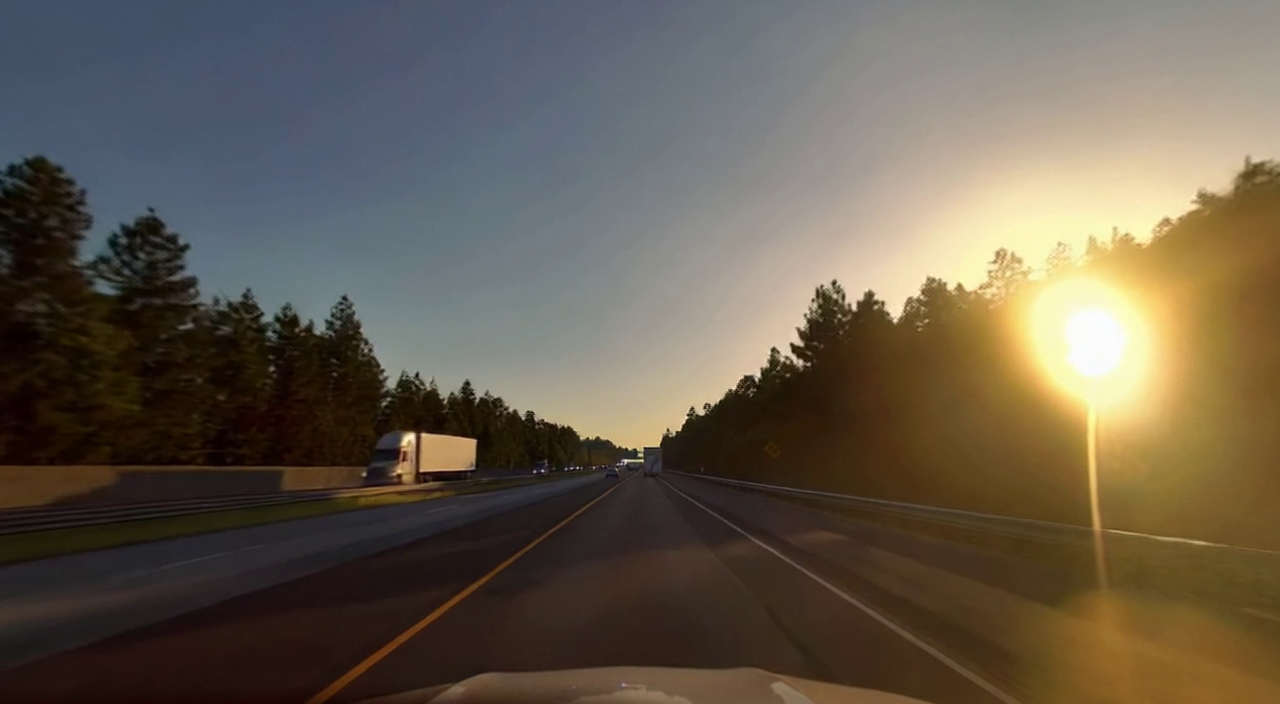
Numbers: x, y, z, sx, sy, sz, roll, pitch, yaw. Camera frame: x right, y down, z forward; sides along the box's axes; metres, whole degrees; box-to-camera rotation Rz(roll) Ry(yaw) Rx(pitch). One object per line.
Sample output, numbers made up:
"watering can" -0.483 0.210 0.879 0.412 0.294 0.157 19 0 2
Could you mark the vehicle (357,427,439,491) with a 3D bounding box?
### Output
"vehicle" -16.219 7.311 42.781 2.919 3.961 5.998 0 -10 2
